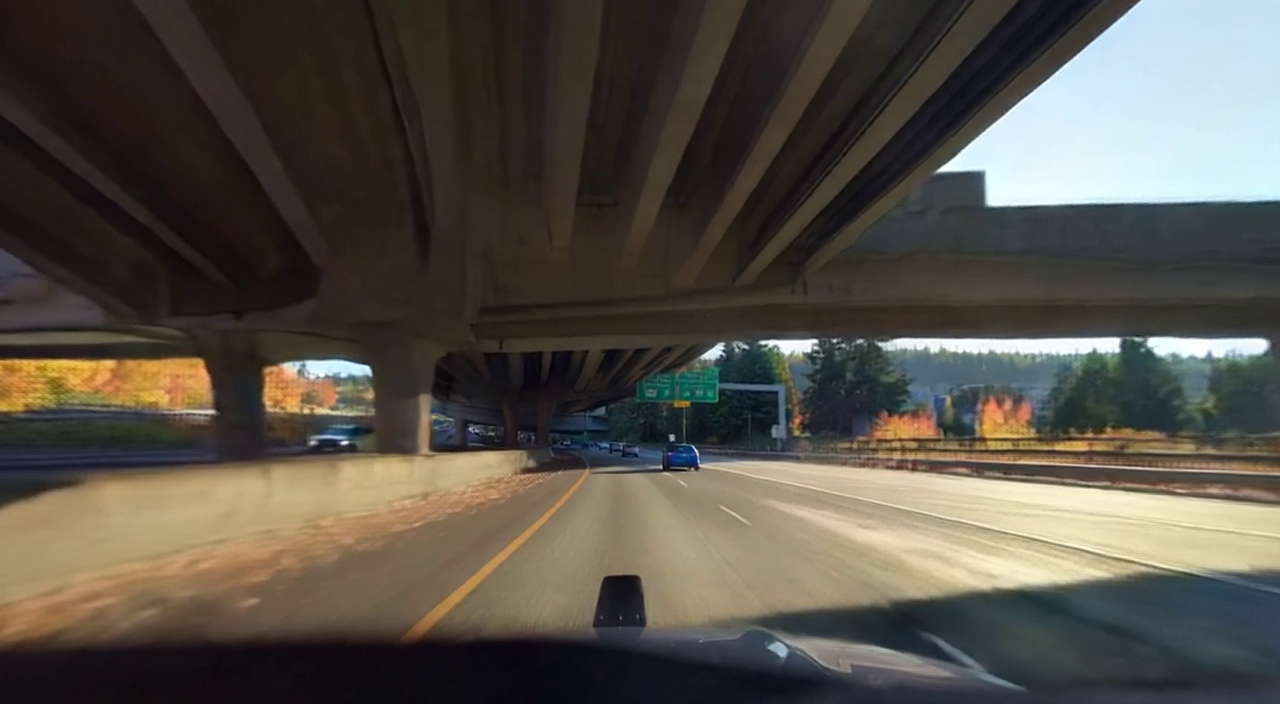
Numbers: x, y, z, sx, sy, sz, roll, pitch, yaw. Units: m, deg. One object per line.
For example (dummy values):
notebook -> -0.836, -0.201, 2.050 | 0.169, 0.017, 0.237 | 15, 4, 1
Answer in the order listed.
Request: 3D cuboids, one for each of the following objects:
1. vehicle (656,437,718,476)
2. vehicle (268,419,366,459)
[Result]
vehicle -> 2.063, 4.814, 28.933 | 2.337, 1.633, 4.222 | 0, -9, -2
vehicle -> -13.626, 3.759, 26.777 | 1.868, 1.510, 4.491 | 0, -9, -2
